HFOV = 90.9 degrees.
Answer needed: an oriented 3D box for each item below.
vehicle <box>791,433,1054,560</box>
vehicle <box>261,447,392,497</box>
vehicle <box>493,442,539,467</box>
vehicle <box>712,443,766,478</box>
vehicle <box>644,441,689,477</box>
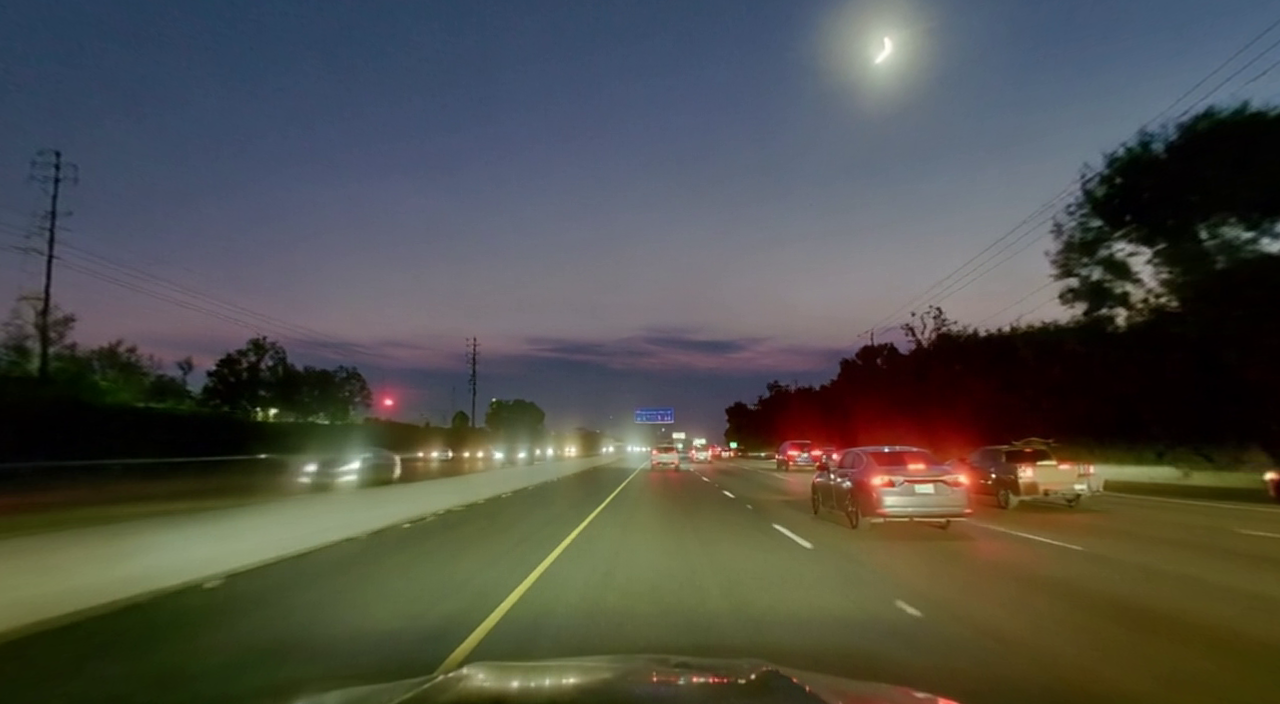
[{"bbox_3d":[3.880,2.036,9.725,1.986,1.478,4.429,0,-8,0],"label":"vehicle"},{"bbox_3d":[-9.580,3.669,19.702,1.892,1.385,4.029,0,-8,2],"label":"vehicle"},{"bbox_3d":[-8.614,7.111,44.070,2.035,1.654,4.342,-1,-8,4],"label":"vehicle"},{"bbox_3d":[4.483,4.957,29.109,1.936,1.465,4.060,0,-8,1],"label":"vehicle"},{"bbox_3d":[1.243,5.059,30.083,2.042,1.581,3.769,0,-8,2],"label":"vehicle"}]
